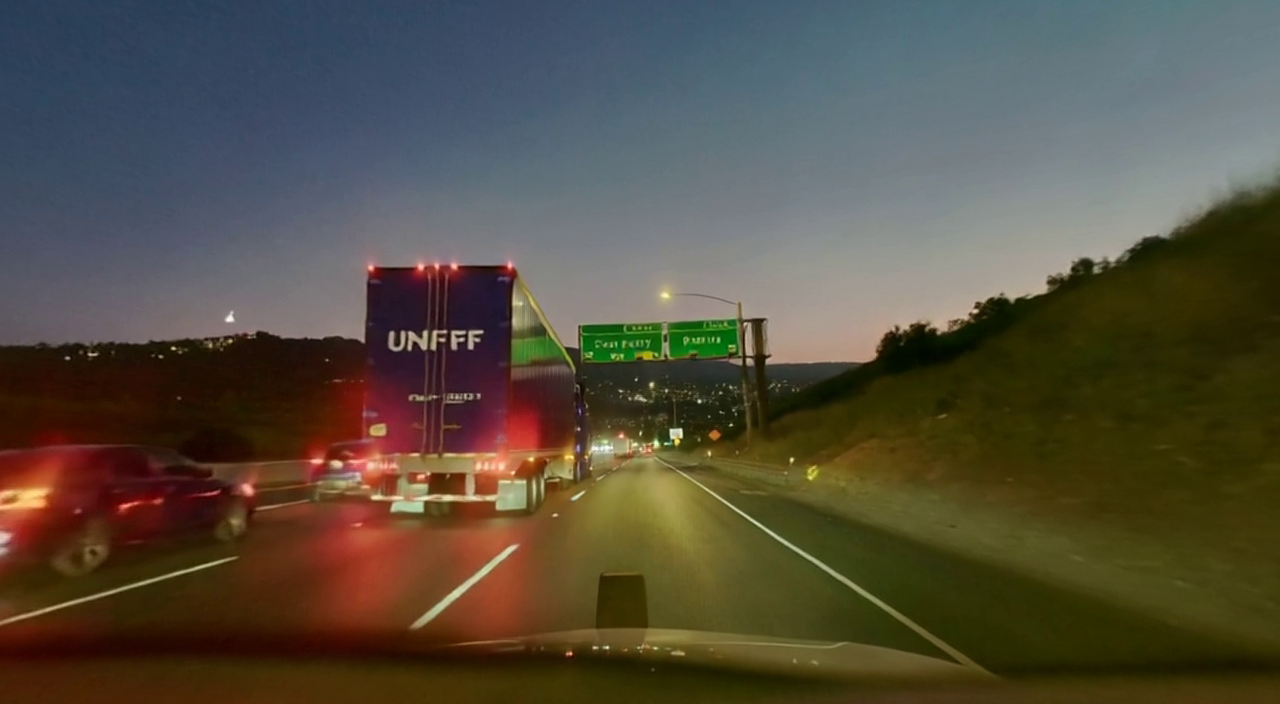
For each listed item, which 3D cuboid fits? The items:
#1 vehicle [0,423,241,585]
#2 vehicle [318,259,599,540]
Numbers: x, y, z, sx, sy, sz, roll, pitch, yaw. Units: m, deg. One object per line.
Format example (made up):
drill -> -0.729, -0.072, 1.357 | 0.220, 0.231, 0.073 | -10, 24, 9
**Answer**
vehicle -> -7.396, 1.751, 7.844 | 1.949, 1.604, 4.456 | 0, -8, 0
vehicle -> -3.253, 1.843, 17.796 | 3.202, 4.352, 16.251 | 0, -8, 0
